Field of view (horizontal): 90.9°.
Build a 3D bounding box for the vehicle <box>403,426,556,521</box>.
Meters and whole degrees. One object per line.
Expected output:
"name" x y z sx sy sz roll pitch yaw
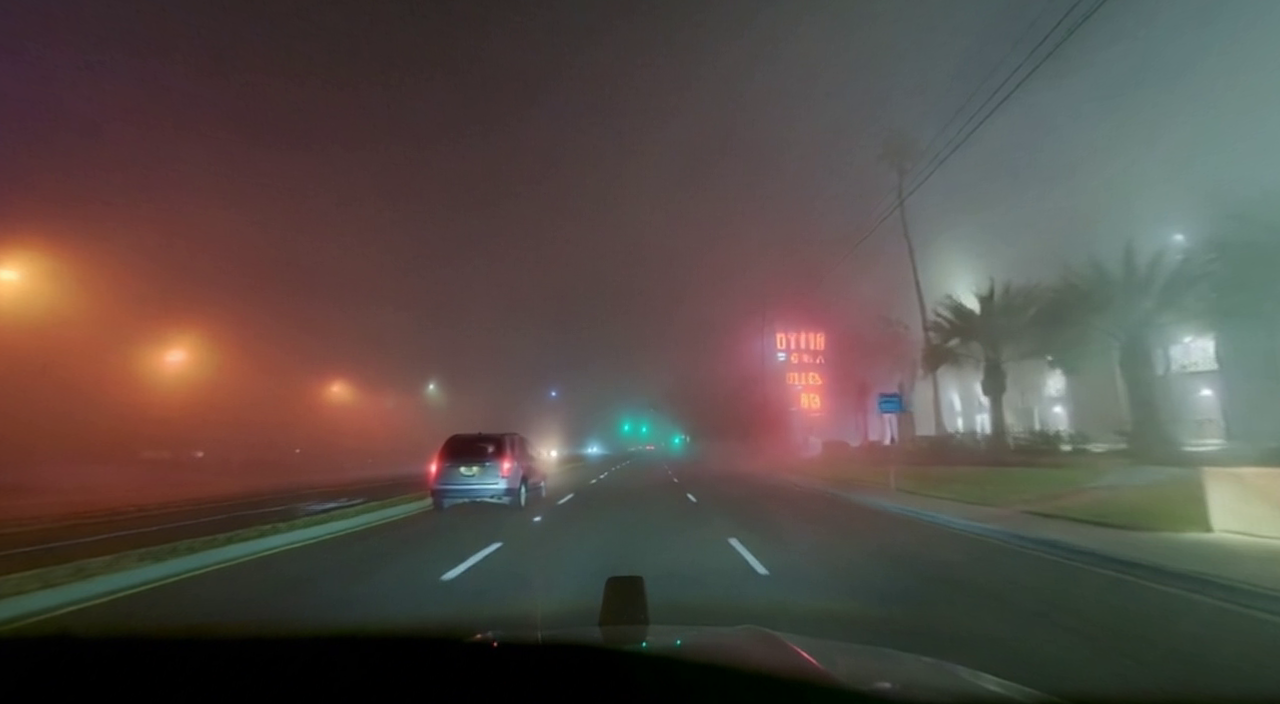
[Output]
"vehicle" -3.241 2.575 13.890 2.062 1.693 4.669 0 -9 1
